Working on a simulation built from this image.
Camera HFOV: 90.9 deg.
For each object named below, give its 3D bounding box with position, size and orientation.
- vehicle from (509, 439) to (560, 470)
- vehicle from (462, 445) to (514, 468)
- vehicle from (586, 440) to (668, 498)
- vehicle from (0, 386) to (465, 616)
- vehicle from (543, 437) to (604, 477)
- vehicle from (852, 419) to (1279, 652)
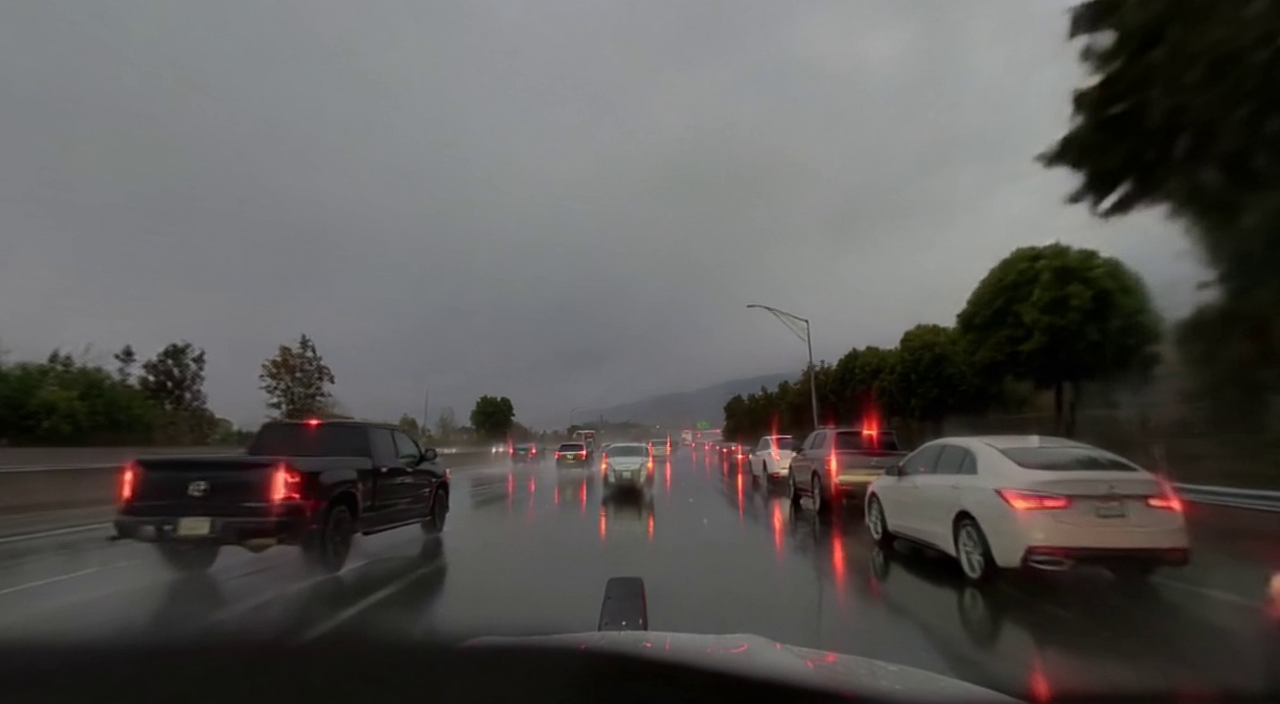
[{"bbox_3d":[-6.173,6.055,37.409,2.023,1.693,4.386,-1,-8,3],"label":"vehicle"},{"bbox_3d":[-10.084,6.978,42.316,1.903,1.460,4.958,-1,-8,4],"label":"vehicle"},{"bbox_3d":[-0.279,3.262,18.006,2.070,1.456,4.029,0,-8,1],"label":"vehicle"},{"bbox_3d":[-4.071,1.588,7.860,2.110,1.811,5.585,0,-8,1],"label":"vehicle"},{"bbox_3d":[-3.019,4.867,29.550,2.153,1.726,4.546,-1,-8,3],"label":"vehicle"},{"bbox_3d":[3.853,1.496,6.265,1.940,1.475,4.328,0,-8,0],"label":"vehicle"}]
